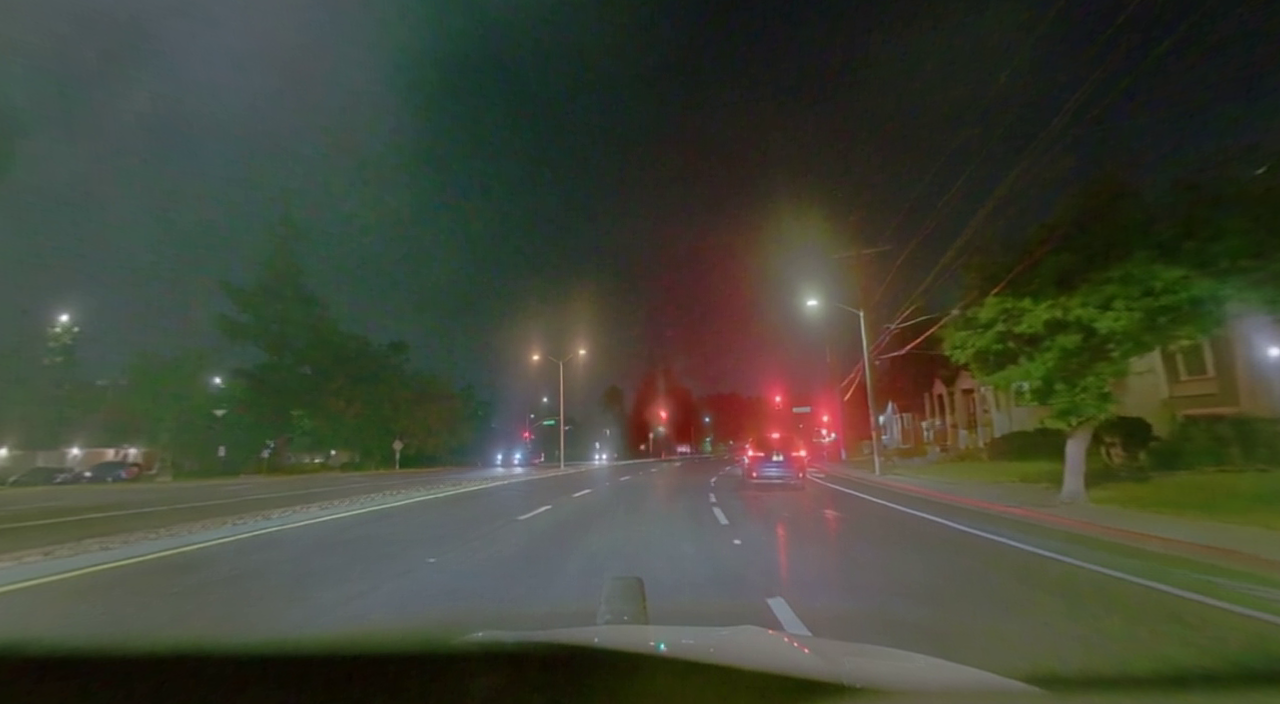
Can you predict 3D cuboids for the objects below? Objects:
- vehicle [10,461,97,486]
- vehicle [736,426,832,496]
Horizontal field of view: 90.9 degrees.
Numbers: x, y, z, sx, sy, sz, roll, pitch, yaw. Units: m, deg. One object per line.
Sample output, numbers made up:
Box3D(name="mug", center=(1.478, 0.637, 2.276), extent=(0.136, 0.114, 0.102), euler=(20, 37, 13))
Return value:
Box3D(name="vehicle", center=(-35.068, 7.277, 37.745), extent=(3.339, 1.383, 1.865), euler=(0, -8, -1))
Box3D(name="vehicle", center=(4.200, 3.259, 19.179), extent=(2.141, 1.833, 4.704), euler=(-1, -9, 4))
